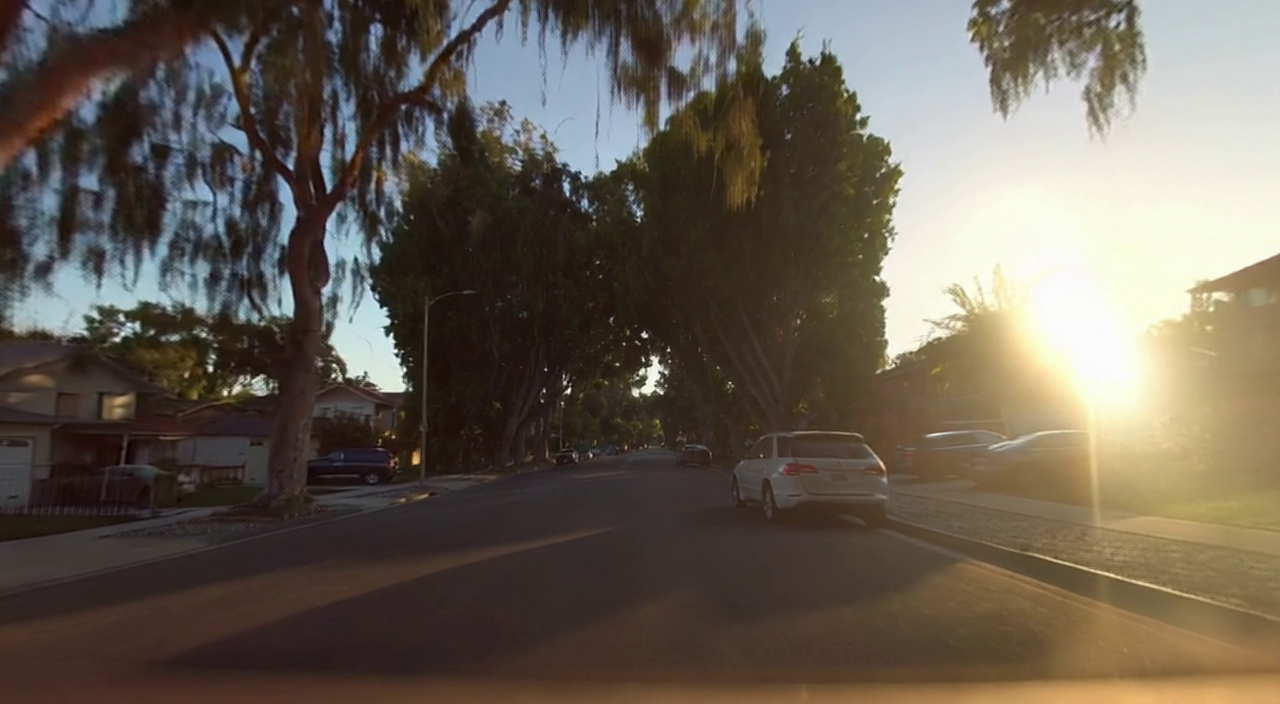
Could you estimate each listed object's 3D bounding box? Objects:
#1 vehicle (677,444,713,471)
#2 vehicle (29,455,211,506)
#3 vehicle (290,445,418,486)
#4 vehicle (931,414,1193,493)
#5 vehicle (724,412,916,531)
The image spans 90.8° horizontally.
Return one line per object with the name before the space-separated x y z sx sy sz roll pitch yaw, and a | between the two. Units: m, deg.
vehicle | 3.410 6.621 39.949 2.016 1.567 4.228 0 -8 2
vehicle | -16.176 3.980 19.765 4.276 1.463 1.832 -1 -8 7
vehicle | -13.146 5.241 29.260 4.928 1.797 1.981 0 -8 2
vehicle | 10.473 2.611 16.170 5.041 1.486 1.969 -7 -10 13
vehicle | 3.202 2.277 12.632 2.241 1.875 5.059 0 -8 -1
